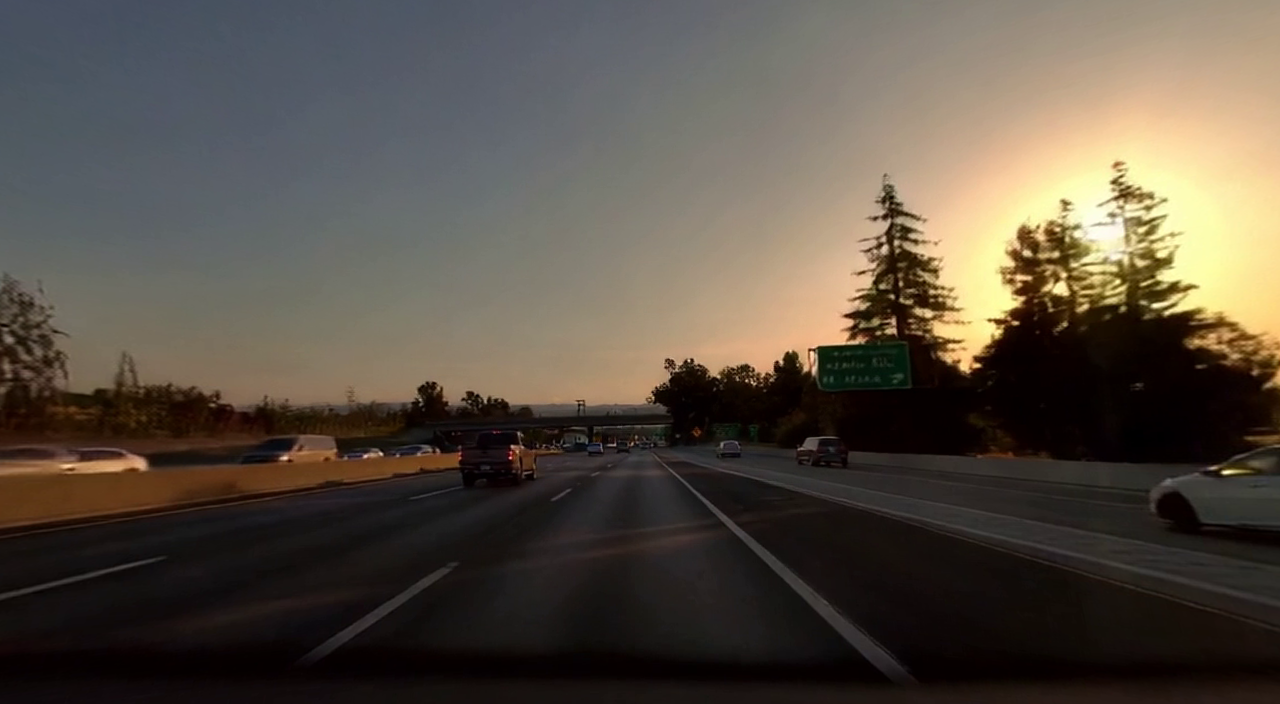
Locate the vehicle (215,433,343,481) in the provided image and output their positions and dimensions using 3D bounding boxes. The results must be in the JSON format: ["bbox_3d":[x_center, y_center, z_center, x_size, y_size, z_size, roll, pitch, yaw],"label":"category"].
[{"bbox_3d":[-17.237,5.046,30.637,2.477,2.066,5.967,0,-8,2],"label":"vehicle"}]

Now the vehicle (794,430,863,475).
[{"bbox_3d":[9.534,5.114,32.325,2.061,2.115,4.635,0,-8,0],"label":"vehicle"}]

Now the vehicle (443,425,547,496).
[{"bbox_3d":[-4.282,3.293,19.558,1.994,1.911,4.819,0,-8,1],"label":"vehicle"}]

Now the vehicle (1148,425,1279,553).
[{"bbox_3d":[9.235,1.749,8.012,1.971,1.638,4.295,0,-8,1],"label":"vehicle"}]

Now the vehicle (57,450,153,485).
[{"bbox_3d":[-36.291,7.805,43.003,2.116,2.227,5.081,0,-8,-1],"label":"vehicle"}]
